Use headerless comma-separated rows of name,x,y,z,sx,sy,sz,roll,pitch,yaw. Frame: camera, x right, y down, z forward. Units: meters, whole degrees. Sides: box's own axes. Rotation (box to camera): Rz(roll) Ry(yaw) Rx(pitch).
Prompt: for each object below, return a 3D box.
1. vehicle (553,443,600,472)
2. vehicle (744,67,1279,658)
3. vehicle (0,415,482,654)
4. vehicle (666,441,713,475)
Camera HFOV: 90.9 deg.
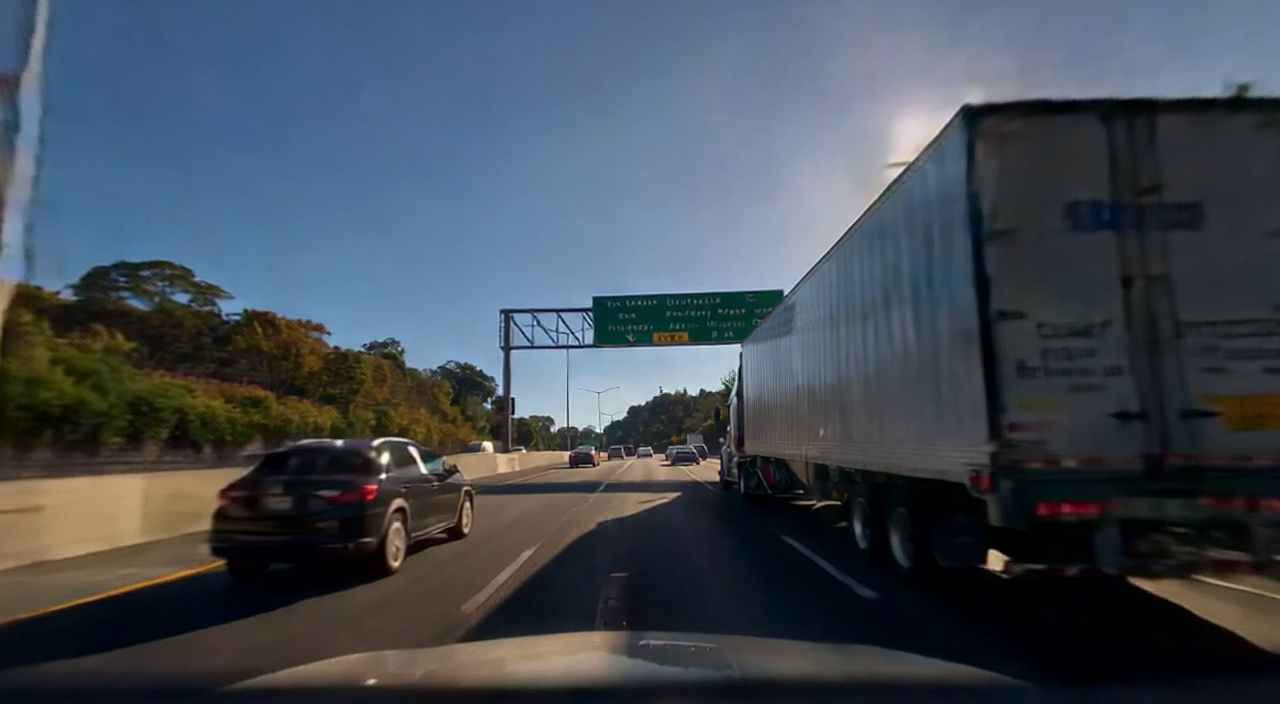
vehicle,-3.459,5.838,35.129,2.099,1.494,4.504,-1,-8,1
vehicle,3.998,0.751,9.695,2.985,3.895,11.239,-1,-8,1
vehicle,-3.406,1.608,6.849,1.974,1.589,5.047,-1,-8,1
vehicle,2.335,5.026,30.099,2.040,1.461,4.822,-1,-8,3
